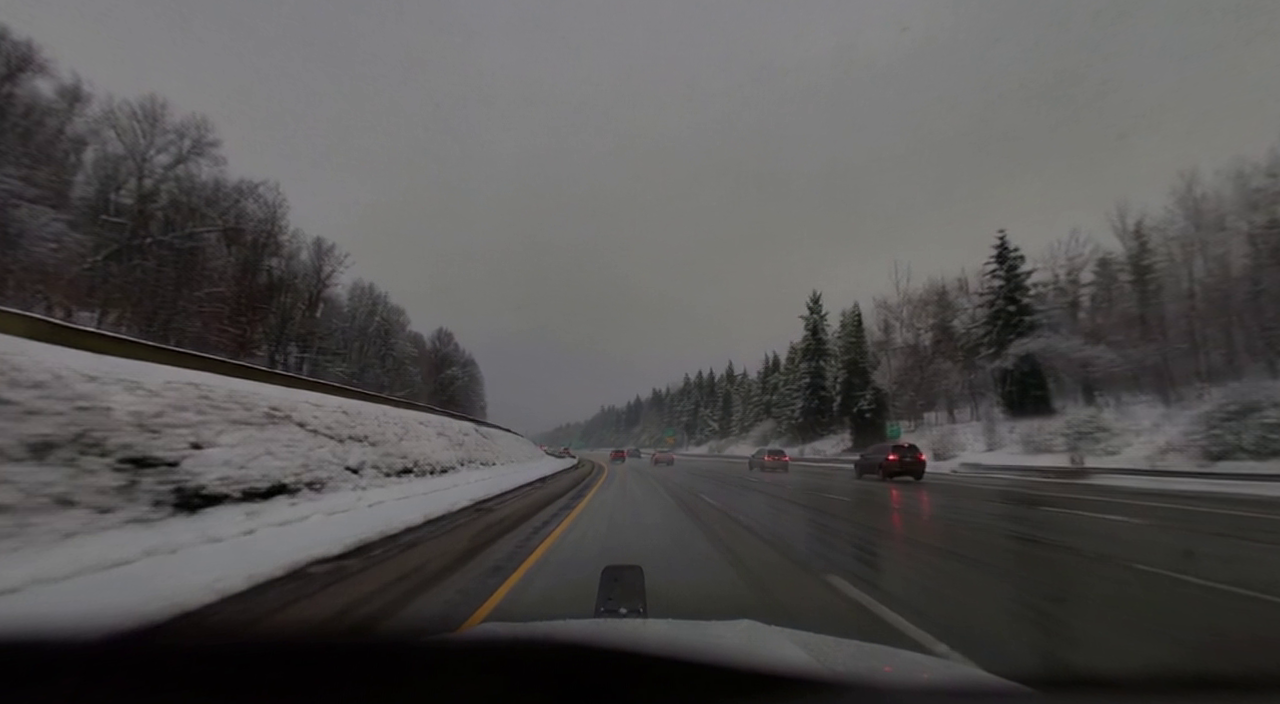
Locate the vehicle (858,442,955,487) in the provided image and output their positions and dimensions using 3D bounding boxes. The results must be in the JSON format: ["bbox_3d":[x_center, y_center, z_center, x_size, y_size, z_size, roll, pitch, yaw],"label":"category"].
[{"bbox_3d":[10.621,4.490,25.402,1.986,1.644,4.126,0,-9,-2],"label":"vehicle"}]

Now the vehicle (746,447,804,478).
[{"bbox_3d":[6.729,5.521,31.634,1.940,1.482,3.644,0,-9,-3],"label":"vehicle"}]
